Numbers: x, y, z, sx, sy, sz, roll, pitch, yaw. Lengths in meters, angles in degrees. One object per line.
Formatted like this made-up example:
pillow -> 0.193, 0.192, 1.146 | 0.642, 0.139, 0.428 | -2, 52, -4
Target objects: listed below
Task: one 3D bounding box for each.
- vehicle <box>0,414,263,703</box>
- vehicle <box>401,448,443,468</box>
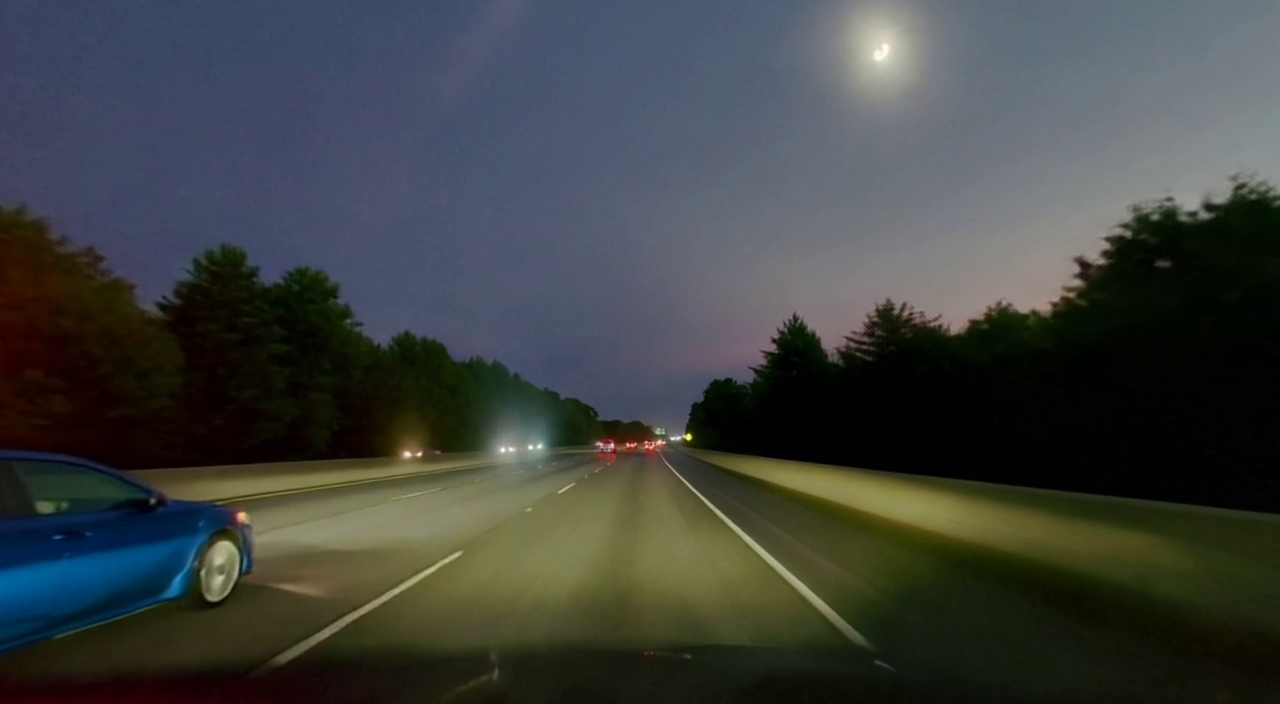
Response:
vehicle -> -4.190, 1.016, 2.947 | 1.996, 1.454, 4.495 | 0, -8, 1
vehicle -> -15.672, 7.654, 45.420 | 1.754, 1.352, 3.547 | 0, -8, 0
